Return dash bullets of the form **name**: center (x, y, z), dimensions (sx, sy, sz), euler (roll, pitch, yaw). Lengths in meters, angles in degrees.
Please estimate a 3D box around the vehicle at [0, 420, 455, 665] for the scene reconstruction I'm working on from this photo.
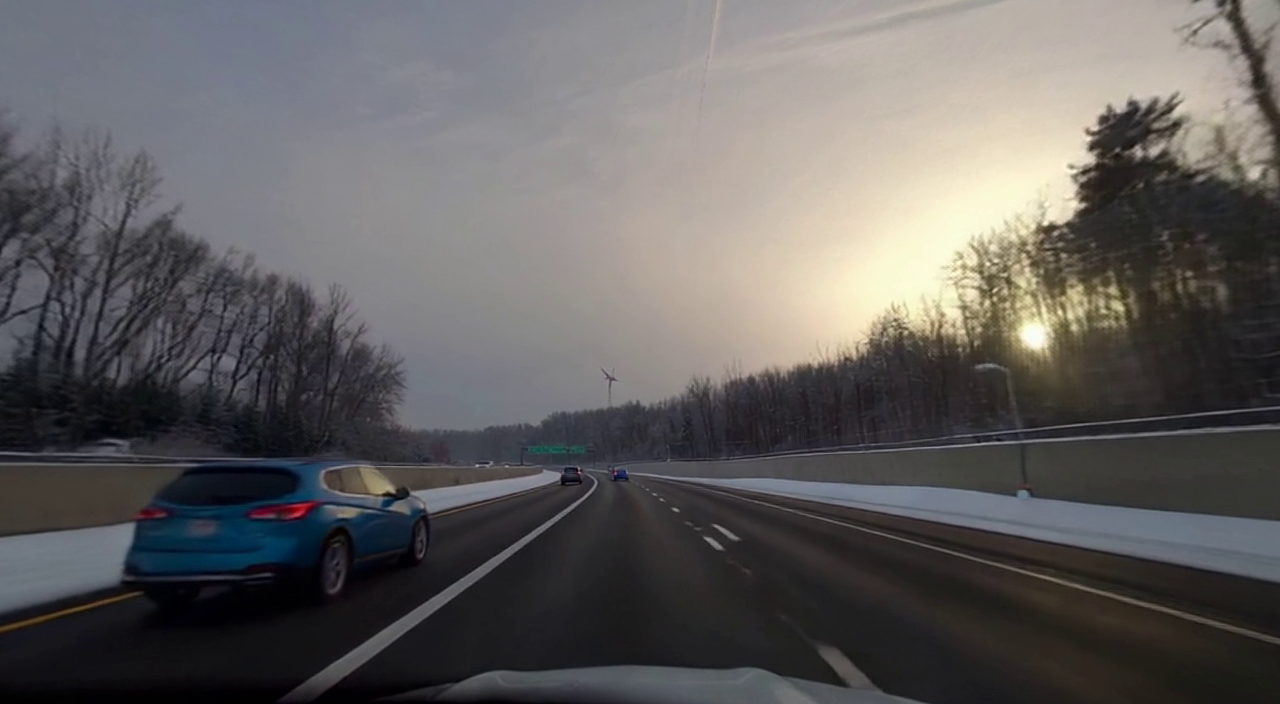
- **vehicle**: center (-3.883, 1.707, 6.684), dimensions (2.328, 1.559, 5.041), euler (1, -11, -1)

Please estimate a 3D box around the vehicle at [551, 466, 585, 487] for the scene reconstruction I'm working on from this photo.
- **vehicle**: center (-5.620, 9.784, 49.637), dimensions (2.310, 1.521, 4.731), euler (1, -11, -3)
